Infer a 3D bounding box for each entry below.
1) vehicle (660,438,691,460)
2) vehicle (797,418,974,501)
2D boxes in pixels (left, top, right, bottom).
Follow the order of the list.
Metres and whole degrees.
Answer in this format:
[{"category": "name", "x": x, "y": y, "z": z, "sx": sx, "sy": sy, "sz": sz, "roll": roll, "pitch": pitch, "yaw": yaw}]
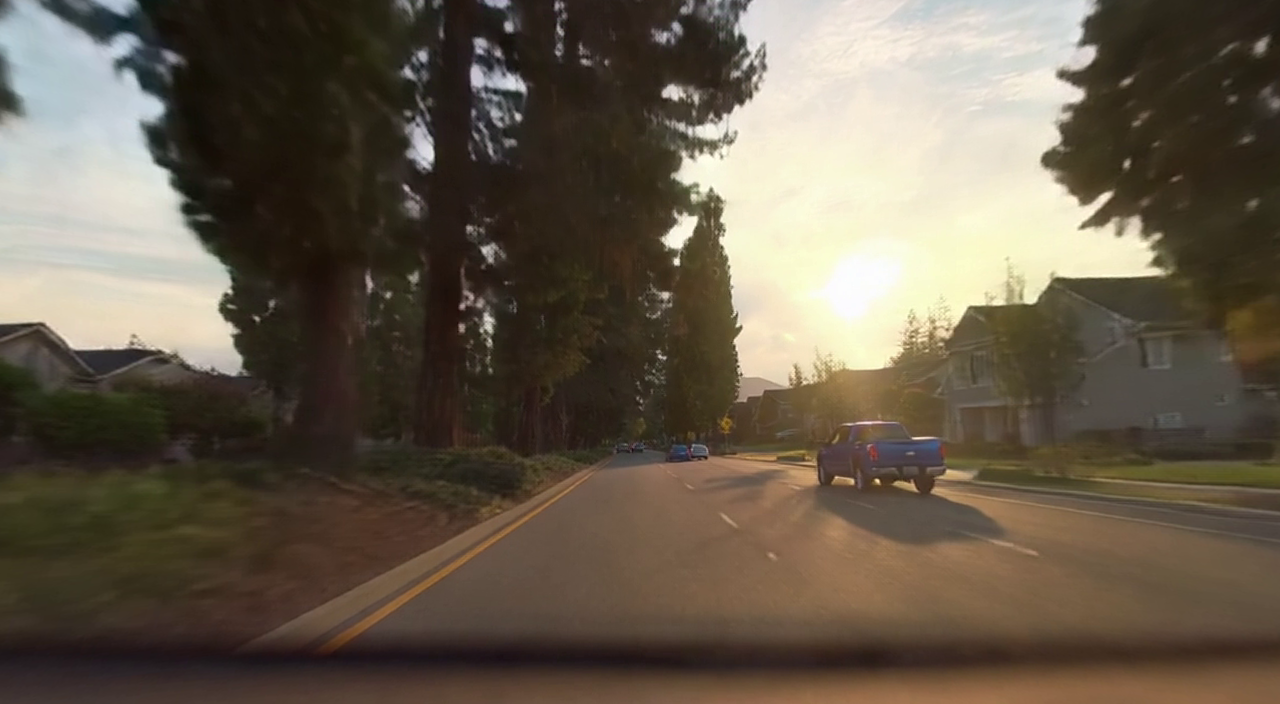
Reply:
[{"category": "vehicle", "x": 2.750, "y": 7.633, "z": 49.850, "sx": 2.061, "sy": 1.632, "sz": 4.222, "roll": 0, "pitch": -8, "yaw": -2}, {"category": "vehicle", "x": 6.041, "y": 2.746, "z": 16.539, "sx": 2.262, "sy": 1.769, "sz": 5.666, "roll": 0, "pitch": -8, "yaw": -1}]
